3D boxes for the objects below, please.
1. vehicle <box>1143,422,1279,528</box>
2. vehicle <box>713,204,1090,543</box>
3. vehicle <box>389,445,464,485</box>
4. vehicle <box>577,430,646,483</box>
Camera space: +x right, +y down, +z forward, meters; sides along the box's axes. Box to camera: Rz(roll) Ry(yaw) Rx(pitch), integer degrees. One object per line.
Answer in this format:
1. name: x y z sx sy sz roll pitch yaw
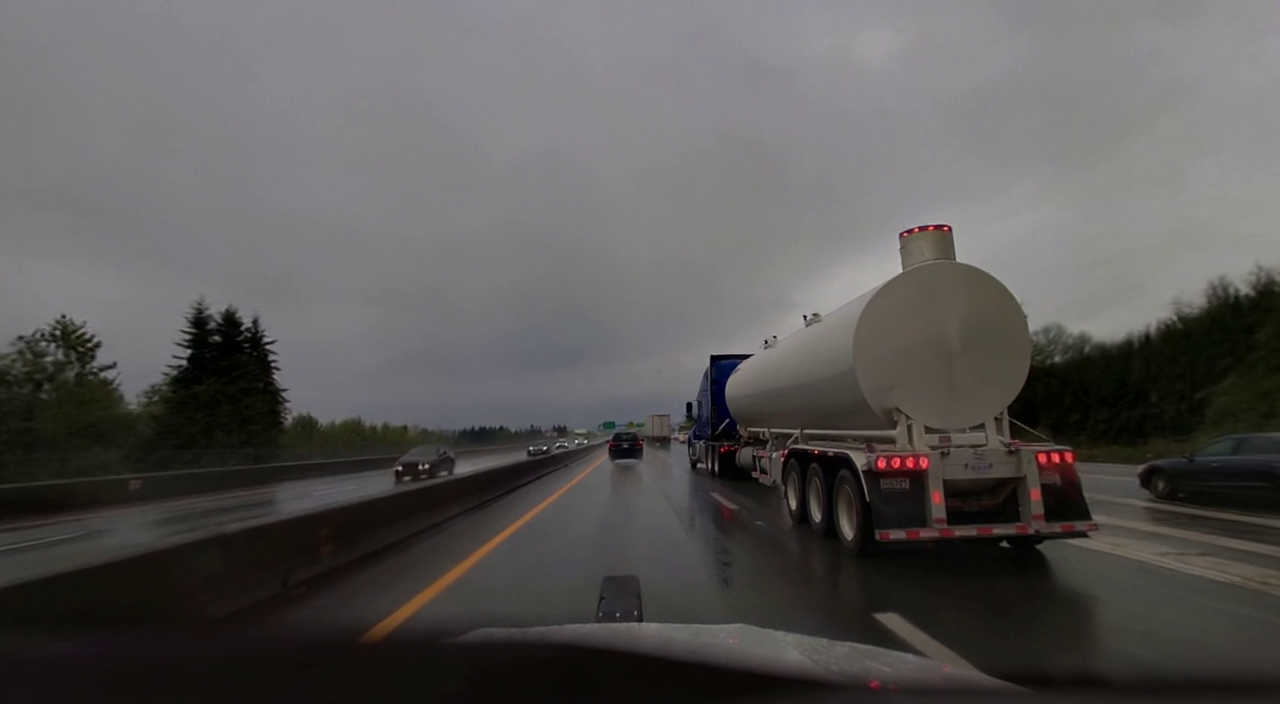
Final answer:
1. vehicle: 9.807 1.758 9.113 1.739 1.471 3.889 0 -8 -2
2. vehicle: 3.467 0.807 11.833 2.826 3.905 9.262 0 -8 -2
3. vehicle: -8.926 4.729 26.754 1.853 1.459 4.228 0 -8 -2
4. vehicle: -0.852 3.254 20.021 2.000 1.510 3.518 0 -8 -1
